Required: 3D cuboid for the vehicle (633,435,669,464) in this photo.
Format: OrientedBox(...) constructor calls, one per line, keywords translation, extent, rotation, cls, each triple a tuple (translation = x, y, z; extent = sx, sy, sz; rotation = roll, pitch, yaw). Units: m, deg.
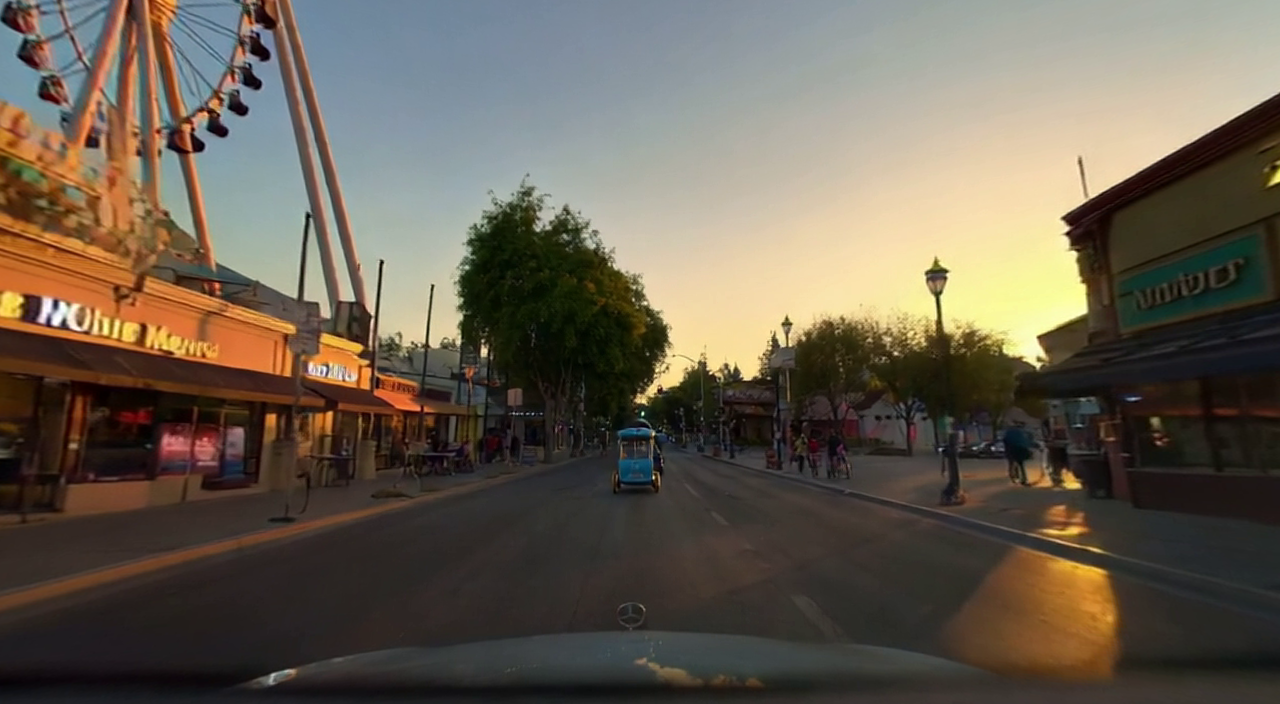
OrientedBox(translation=(0.706, 6.447, 41.621), extent=(2.221, 1.773, 4.228), rotation=(0, -9, 1), cls="vehicle")
